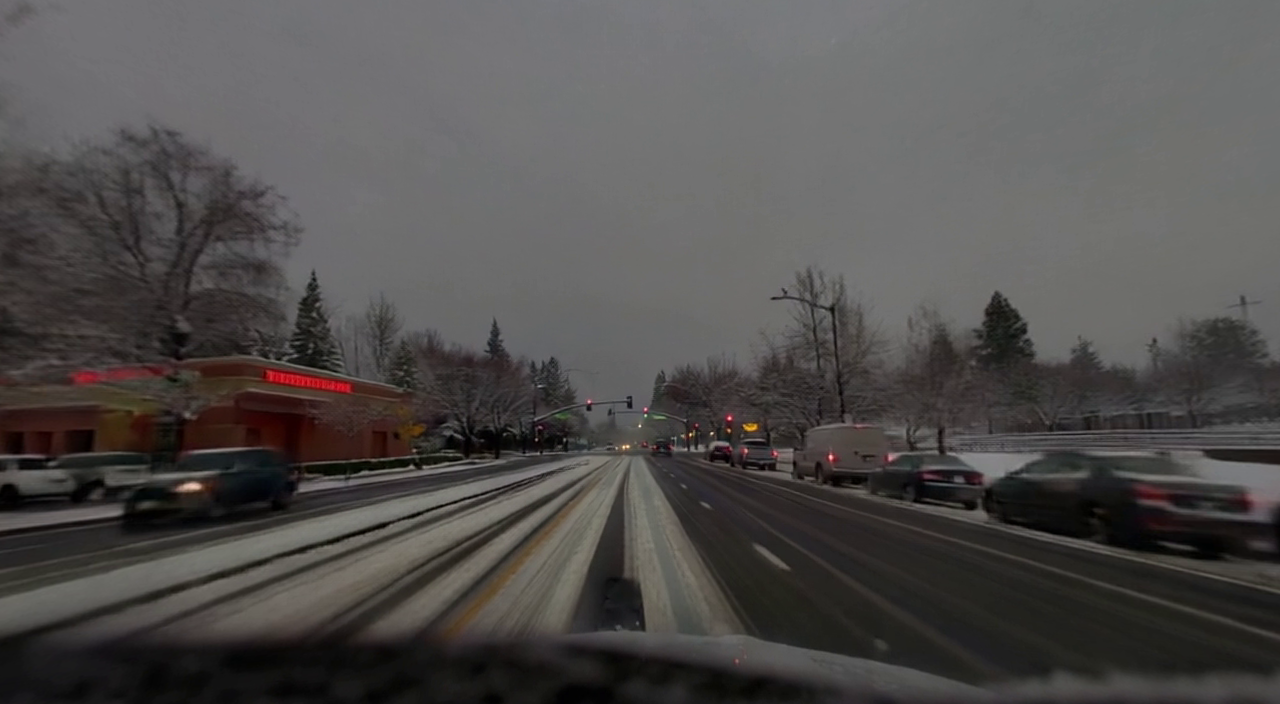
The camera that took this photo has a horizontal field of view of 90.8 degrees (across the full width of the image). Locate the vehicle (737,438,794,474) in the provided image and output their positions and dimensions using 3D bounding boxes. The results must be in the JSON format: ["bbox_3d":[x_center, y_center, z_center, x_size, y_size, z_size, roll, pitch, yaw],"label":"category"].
[{"bbox_3d":[6.995,5.863,35.830,2.088,1.848,4.936,0,-9,-2],"label":"vehicle"}]

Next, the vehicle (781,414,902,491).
[{"bbox_3d":[7.099,3.653,23.184,2.323,2.433,5.901,0,-8,-2],"label":"vehicle"}]

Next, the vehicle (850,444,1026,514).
[{"bbox_3d":[7.220,3.084,16.084,1.884,1.458,5.146,0,-8,-1],"label":"vehicle"}]

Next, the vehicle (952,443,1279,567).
[{"bbox_3d":[7.192,2.194,10.073,1.862,1.464,4.892,0,-8,-1],"label":"vehicle"}]

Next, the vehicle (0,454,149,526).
[{"bbox_3d":[-14.458,3.128,14.699,4.635,1.457,2.060,-2,-9,10],"label":"vehicle"}]

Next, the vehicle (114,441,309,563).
[{"bbox_3d":[-7.345,2.327,10.799,2.165,1.567,4.700,6,-10,-36],"label":"vehicle"}]
